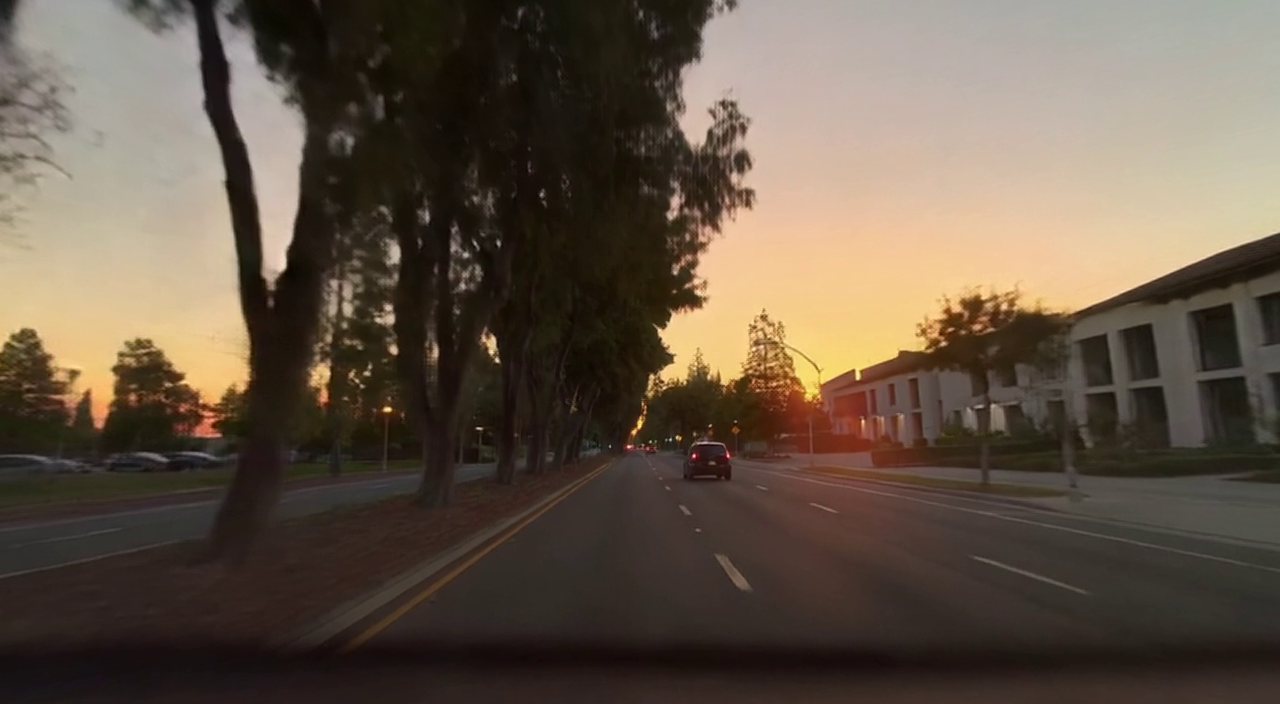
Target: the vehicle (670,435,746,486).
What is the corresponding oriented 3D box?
[{"bbox_3d":[2.485,4.139,24.402,2.240,1.740,4.605,0,-9,-2],"label":"vehicle"}]
